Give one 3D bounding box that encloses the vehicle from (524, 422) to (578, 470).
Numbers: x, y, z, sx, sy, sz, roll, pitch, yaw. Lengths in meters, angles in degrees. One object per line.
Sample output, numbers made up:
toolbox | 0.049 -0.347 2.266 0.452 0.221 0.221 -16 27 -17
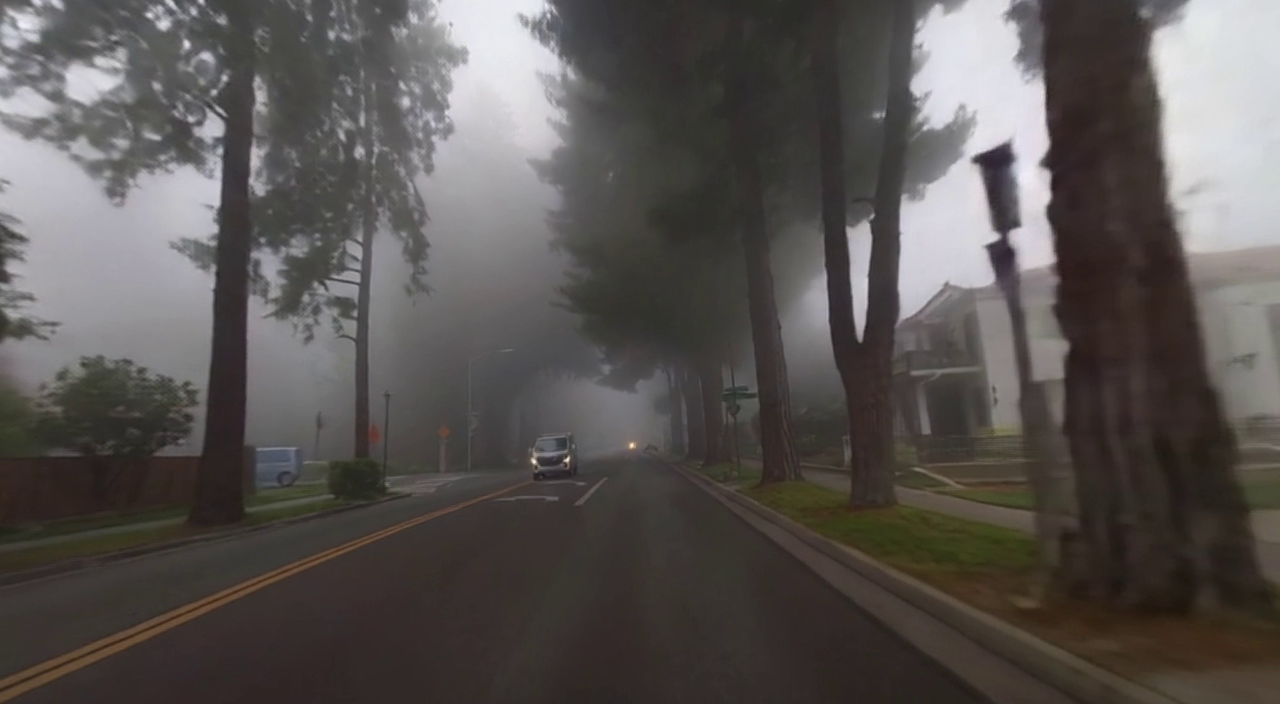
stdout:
vehicle | -5.428 5.847 39.238 2.303 2.760 5.868 0 -9 2
